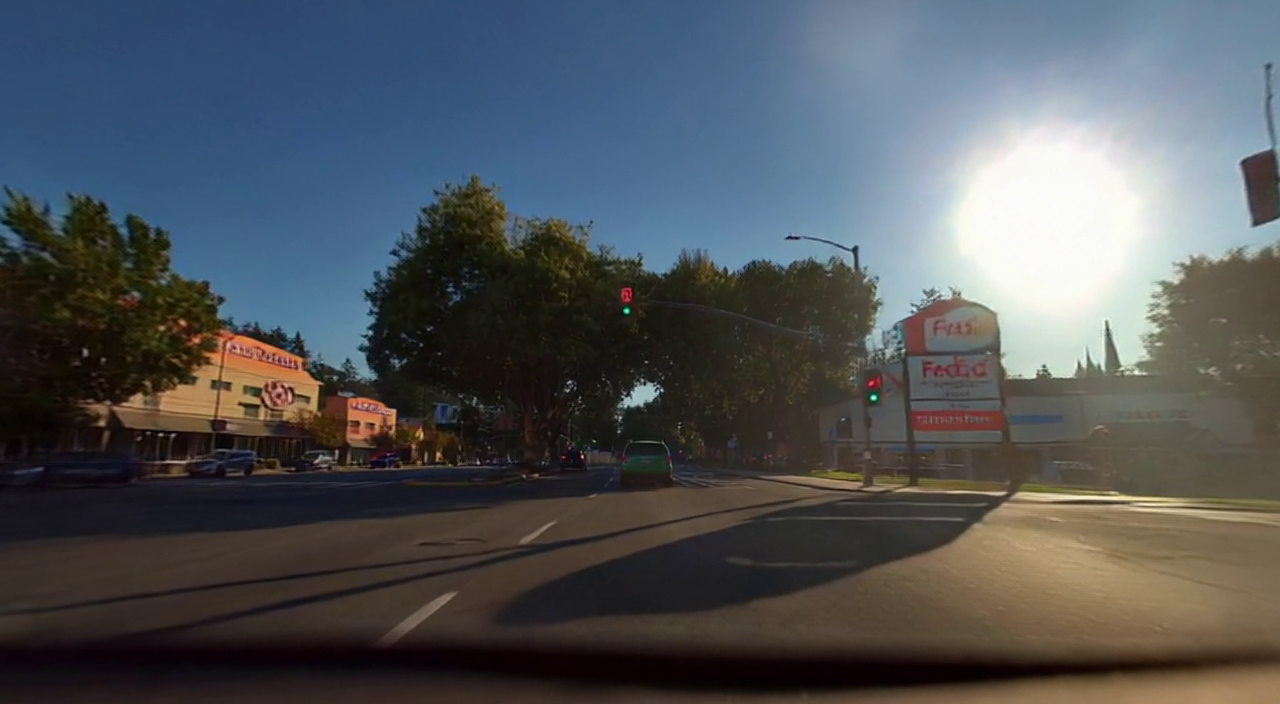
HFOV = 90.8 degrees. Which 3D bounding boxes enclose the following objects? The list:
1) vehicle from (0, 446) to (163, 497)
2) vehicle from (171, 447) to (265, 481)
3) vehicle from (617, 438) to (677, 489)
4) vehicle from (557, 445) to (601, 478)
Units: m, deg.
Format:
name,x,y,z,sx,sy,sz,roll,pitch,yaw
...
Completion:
name,x,y,z,sx,sy,sz,roll,pitch,yaw
vehicle,-19.718,4.118,22.304,1.948,1.586,4.962,0,-9,-2
vehicle,-25.519,6.758,38.521,2.182,1.906,5.364,0,-9,-2
vehicle,0.229,4.586,26.404,2.273,1.909,5.075,0,-9,-1
vehicle,-3.564,6.504,37.851,2.202,1.856,4.516,0,-9,0
